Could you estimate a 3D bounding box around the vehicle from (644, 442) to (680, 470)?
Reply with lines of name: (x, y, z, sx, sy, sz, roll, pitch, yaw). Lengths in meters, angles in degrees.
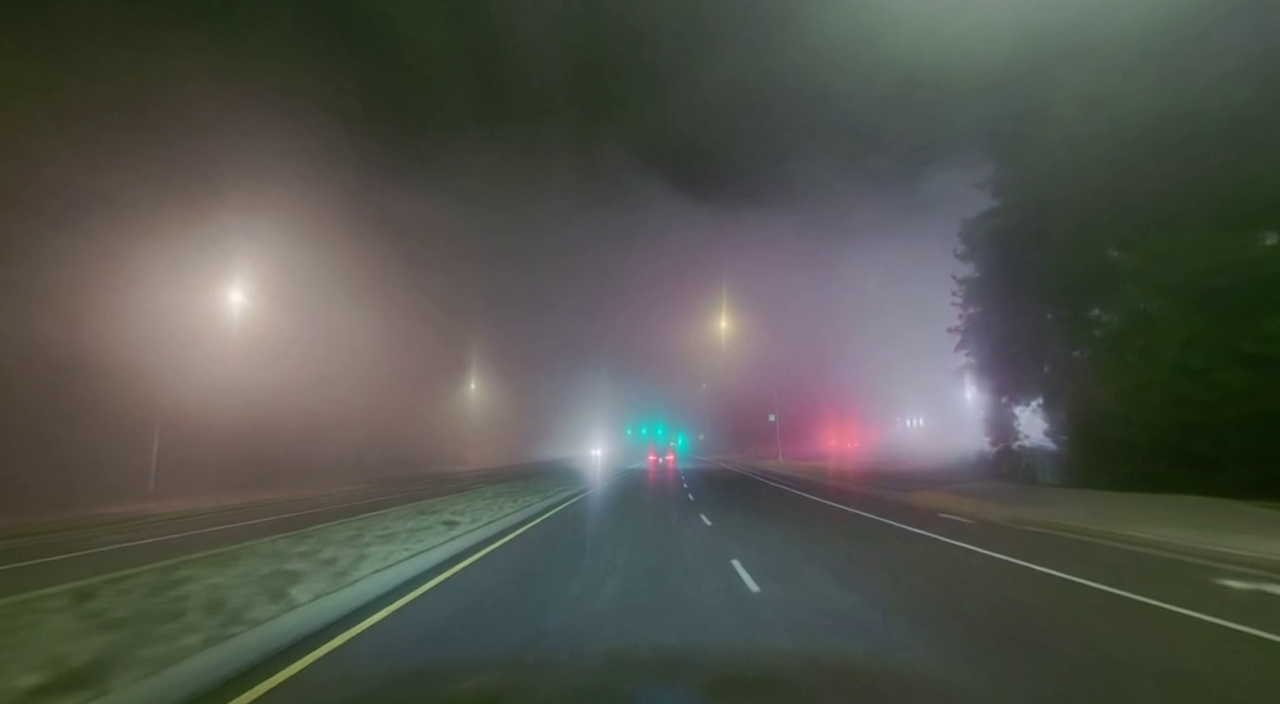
vehicle: (1.351, 6.487, 39.653, 2.158, 1.600, 3.865, -1, -8, 1)
